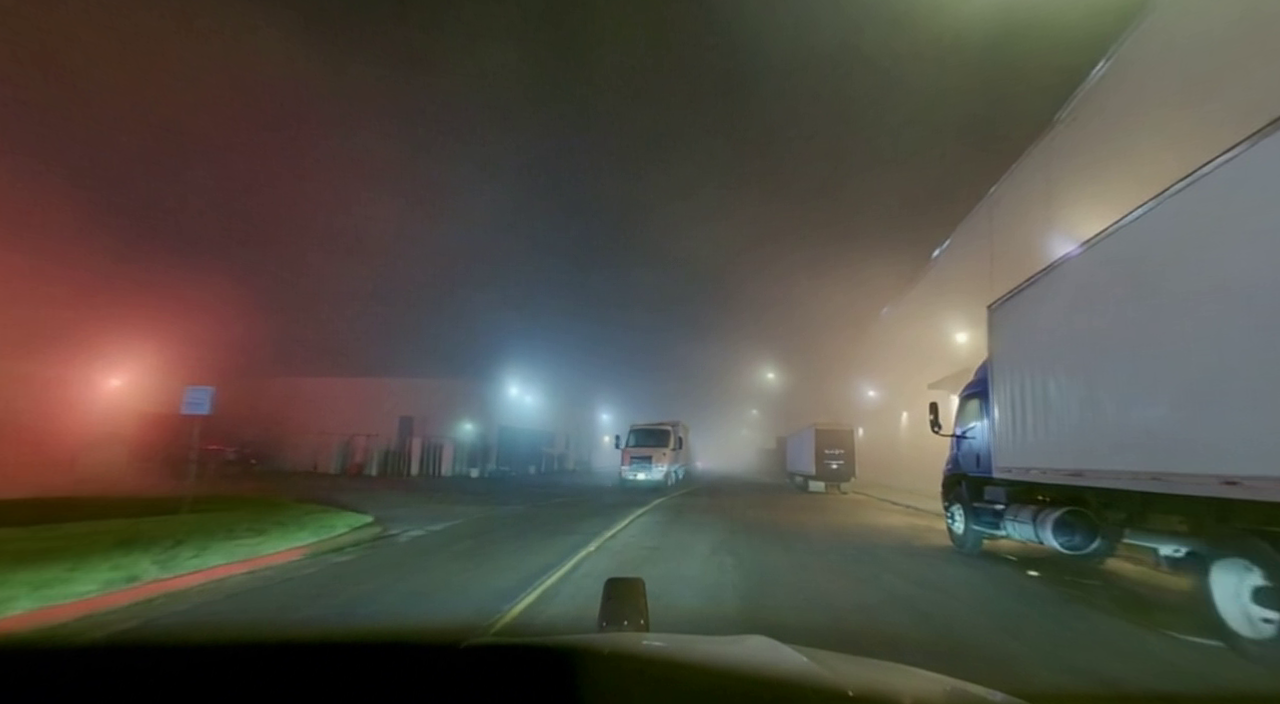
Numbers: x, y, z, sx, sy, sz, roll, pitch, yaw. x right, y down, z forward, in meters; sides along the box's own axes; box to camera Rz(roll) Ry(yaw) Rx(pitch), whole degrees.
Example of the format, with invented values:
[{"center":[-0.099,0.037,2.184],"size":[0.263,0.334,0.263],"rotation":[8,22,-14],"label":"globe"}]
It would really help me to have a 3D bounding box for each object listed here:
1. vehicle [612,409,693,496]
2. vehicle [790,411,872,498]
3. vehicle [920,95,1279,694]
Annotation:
[{"center":[0.913,5.539,35.279],"size":[3.111,4.217,7.722],"rotation":[-2,-8,12],"label":"vehicle"},{"center":[11.838,6.416,40.276],"size":[3.132,4.690,11.286],"rotation":[-1,-8,8],"label":"vehicle"},{"center":[6.974,0.794,8.025],"size":[2.966,4.658,11.455],"rotation":[-1,-8,8],"label":"vehicle"}]
